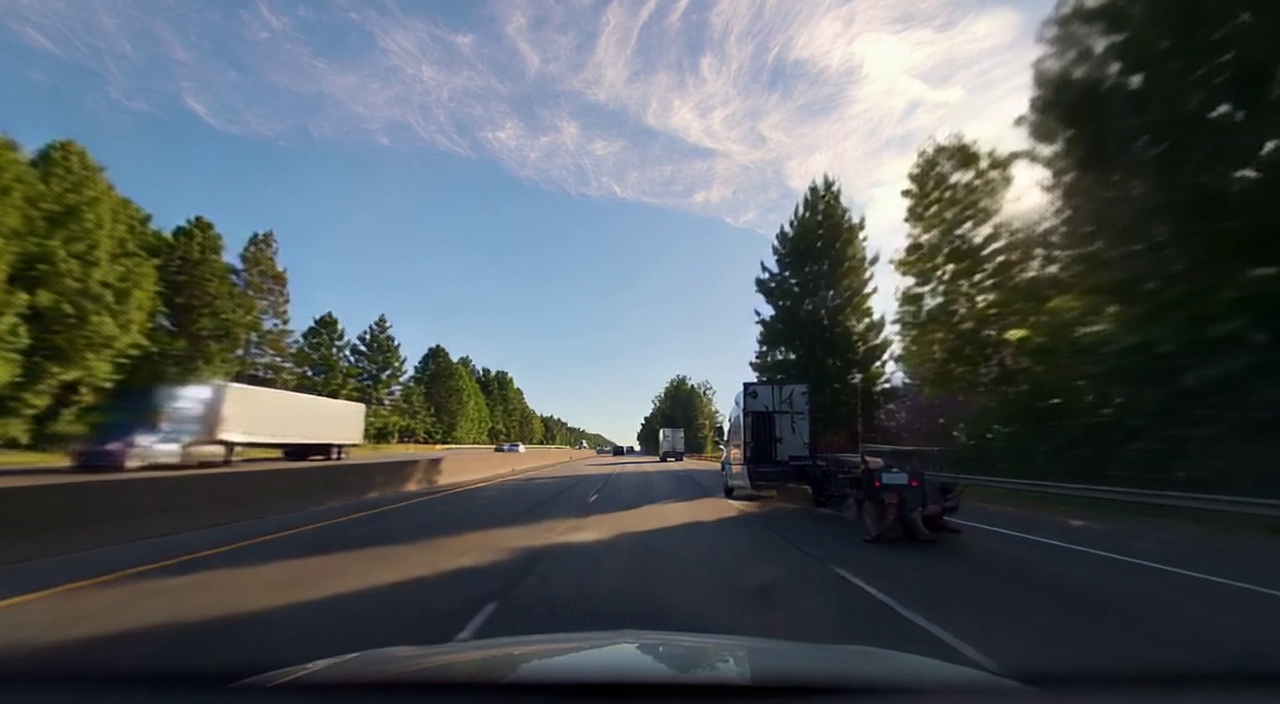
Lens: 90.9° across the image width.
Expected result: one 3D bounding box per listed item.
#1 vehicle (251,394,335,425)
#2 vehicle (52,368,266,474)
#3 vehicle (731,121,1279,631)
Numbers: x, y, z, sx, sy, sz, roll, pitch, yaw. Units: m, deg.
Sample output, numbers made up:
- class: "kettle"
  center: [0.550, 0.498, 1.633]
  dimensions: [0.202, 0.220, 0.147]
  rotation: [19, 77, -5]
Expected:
- class: "vehicle"
  center: [-19.257, 3.278, 35.200]
  dimensions: [2.152, 1.412, 4.348]
  rotation: [0, -9, 0]
- class: "vehicle"
  center: [-19.366, 3.024, 26.243]
  dimensions: [2.936, 3.776, 7.343]
  rotation: [0, -9, 0]
- class: "vehicle"
  center: [4.146, 1.096, 11.527]
  dimensions: [2.950, 4.033, 13.276]
  rotation: [0, -9, 0]
